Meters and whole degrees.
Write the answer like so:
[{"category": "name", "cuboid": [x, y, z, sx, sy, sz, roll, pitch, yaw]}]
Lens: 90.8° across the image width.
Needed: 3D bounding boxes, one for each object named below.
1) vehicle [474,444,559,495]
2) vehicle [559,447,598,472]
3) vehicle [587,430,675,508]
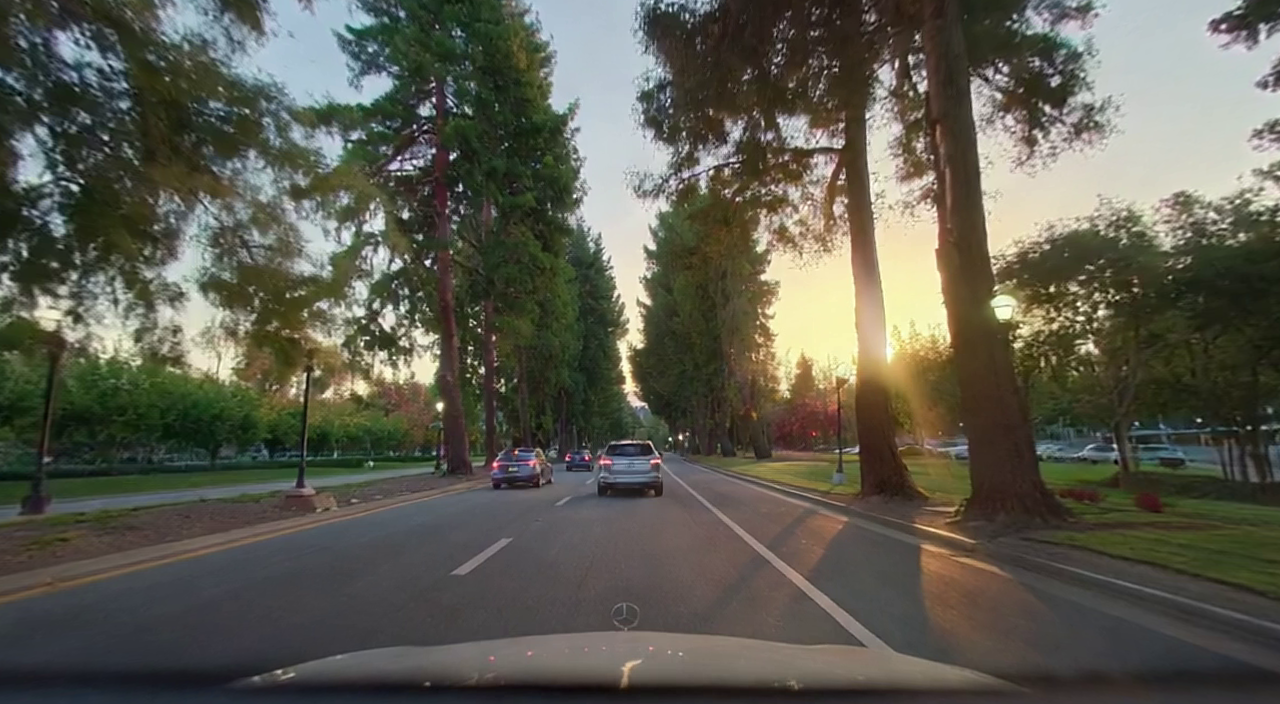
[{"category": "vehicle", "cuboid": [-4.006, 3.863, 21.253, 1.936, 1.538, 4.016, 0, -8, 2]}, {"category": "vehicle", "cuboid": [-3.902, 6.882, 40.639, 1.959, 1.485, 4.452, 0, -8, 2]}, {"category": "vehicle", "cuboid": [-0.203, 3.001, 16.636, 2.018, 1.769, 3.897, 0, -8, 0]}]
